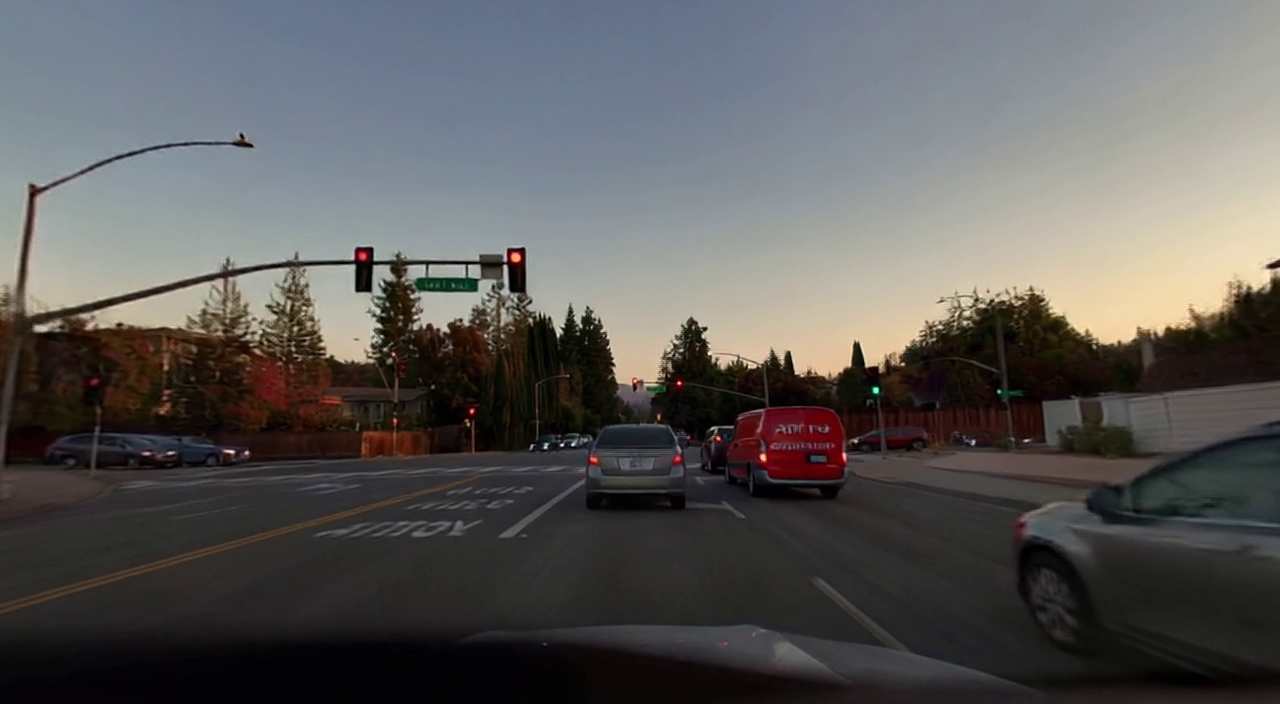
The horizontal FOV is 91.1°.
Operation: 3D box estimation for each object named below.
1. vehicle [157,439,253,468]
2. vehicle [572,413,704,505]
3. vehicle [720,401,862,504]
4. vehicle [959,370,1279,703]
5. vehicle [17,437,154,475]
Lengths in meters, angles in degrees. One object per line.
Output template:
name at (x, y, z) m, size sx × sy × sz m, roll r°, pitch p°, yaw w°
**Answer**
vehicle at (-25.168, 5.859, 36.444) m, size 4.073 × 1.603 × 1.920 m, roll 1°, pitch -8°, yaw -8°
vehicle at (-0.013, 2.200, 13.322) m, size 2.321 × 1.624 × 4.367 m, roll 0°, pitch -8°, yaw 1°
vehicle at (3.106, 2.181, 13.946) m, size 2.059 × 1.924 × 4.257 m, roll 0°, pitch -8°, yaw 0°
vehicle at (3.271, 0.813, 2.168) m, size 1.934 × 1.506 × 4.544 m, roll 0°, pitch -8°, yaw 0°
vehicle at (-28.330, 5.320, 32.233) m, size 4.757 × 1.841 × 2.121 m, roll 1°, pitch -8°, yaw -7°
